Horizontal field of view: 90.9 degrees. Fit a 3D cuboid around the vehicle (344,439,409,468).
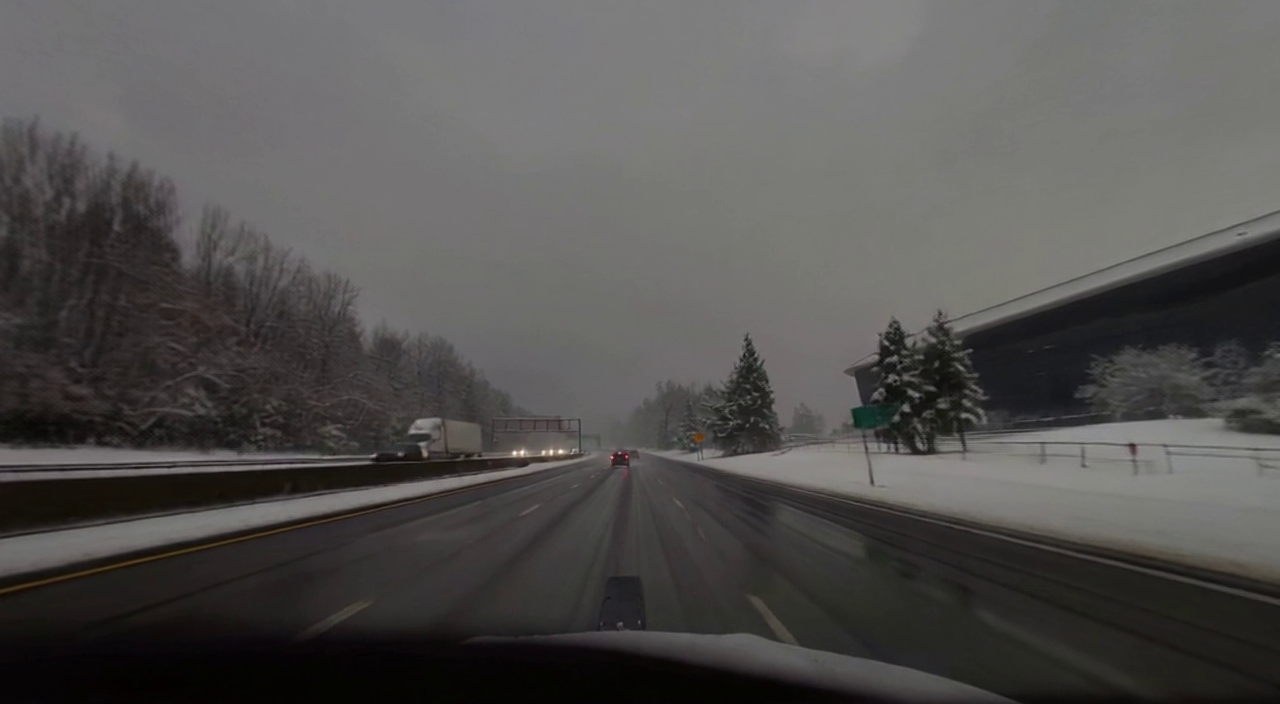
[{"bbox_3d":[-15.066,5.850,36.290,1.864,1.565,4.250,0,-9,1],"label":"vehicle"}]
